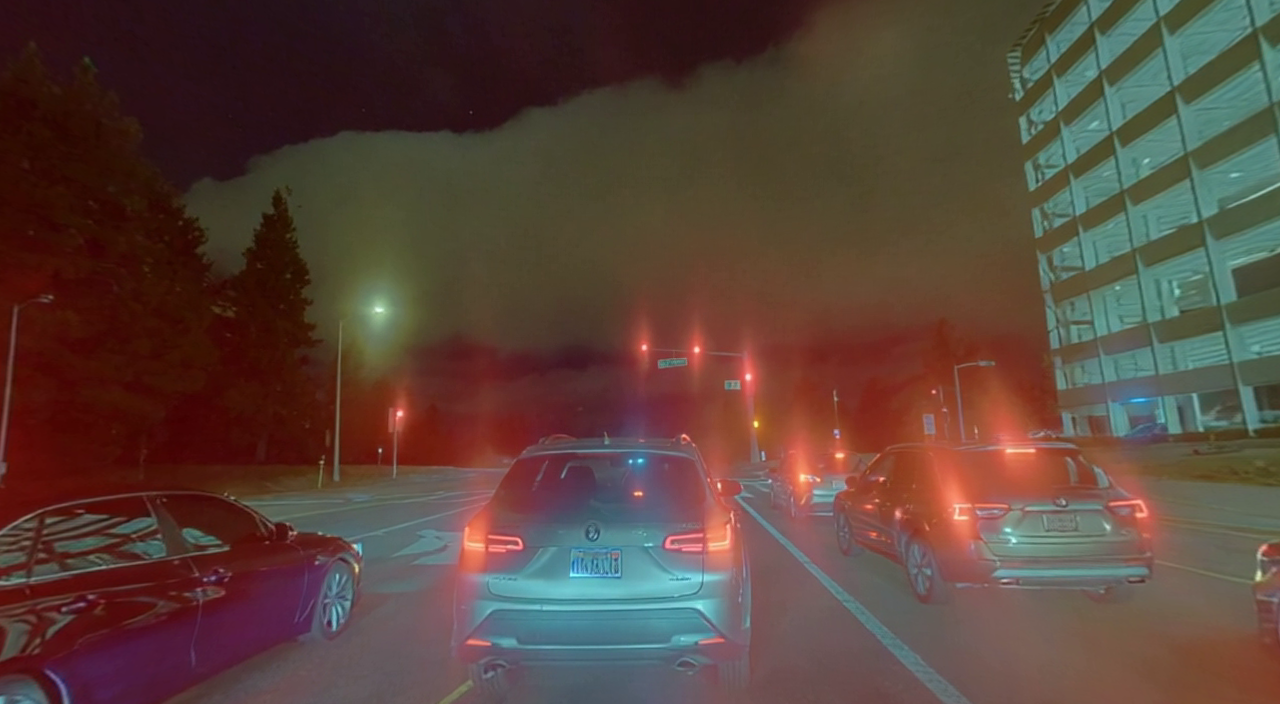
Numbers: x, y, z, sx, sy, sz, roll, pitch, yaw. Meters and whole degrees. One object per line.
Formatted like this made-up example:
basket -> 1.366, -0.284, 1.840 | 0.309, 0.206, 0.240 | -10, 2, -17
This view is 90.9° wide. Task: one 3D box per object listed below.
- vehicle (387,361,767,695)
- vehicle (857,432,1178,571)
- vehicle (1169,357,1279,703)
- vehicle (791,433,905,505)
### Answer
vehicle -> -0.209, 1.237, 5.564 | 2.021, 1.742, 4.295 | -1, -8, 4
vehicle -> 4.889, 1.965, 9.173 | 1.963, 1.480, 4.553 | 0, -8, 2
vehicle -> 4.061, 0.605, 1.118 | 1.993, 1.719, 4.953 | 0, -8, 1
vehicle -> 5.329, 3.032, 16.731 | 1.994, 1.638, 4.100 | -1, -9, 6
